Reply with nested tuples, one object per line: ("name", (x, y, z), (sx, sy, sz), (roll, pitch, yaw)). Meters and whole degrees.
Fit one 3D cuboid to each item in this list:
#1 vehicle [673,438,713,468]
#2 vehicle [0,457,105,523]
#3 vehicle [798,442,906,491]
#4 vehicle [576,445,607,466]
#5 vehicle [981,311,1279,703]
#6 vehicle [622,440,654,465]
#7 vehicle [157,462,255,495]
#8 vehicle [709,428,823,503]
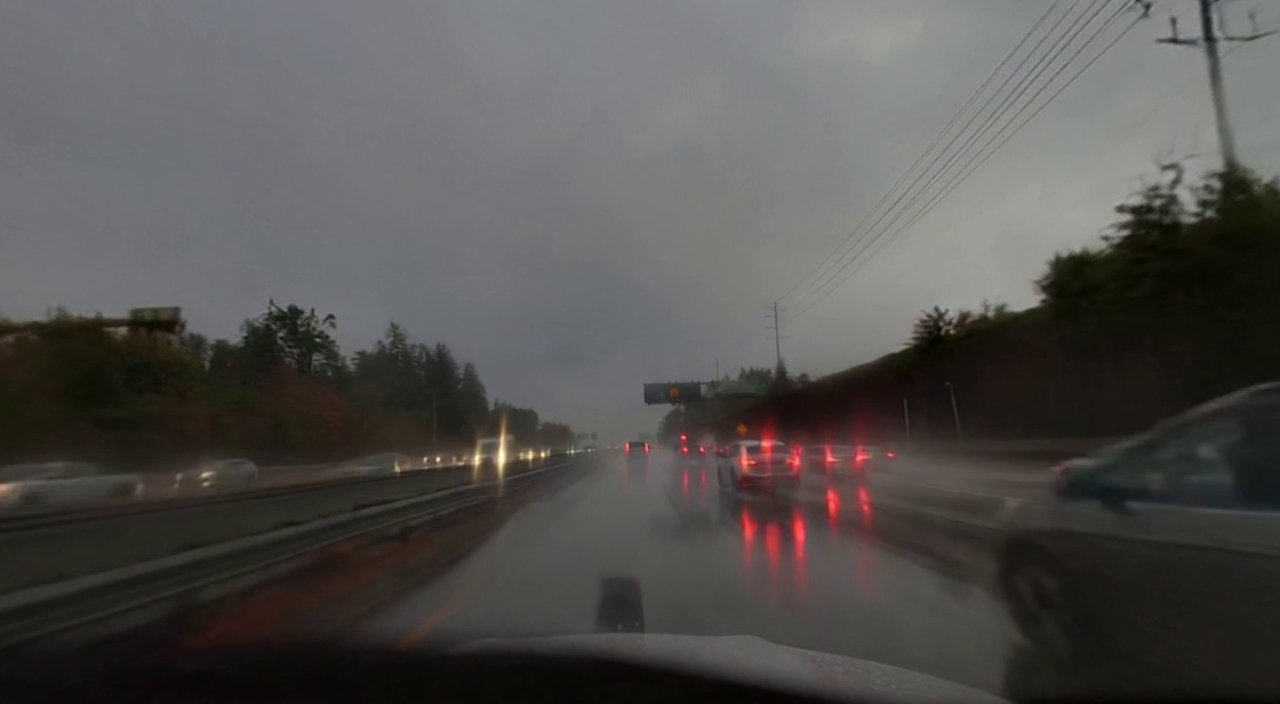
("vehicle", (3.525, 6.791, 42.494), (2.095, 1.886, 4.727), (0, -8, -2))
("vehicle", (-19.031, 4.099, 18.848), (1.920, 1.758, 4.611), (0, -8, 0))
("vehicle", (6.876, 3.746, 20.971), (1.992, 1.431, 4.506), (0, -8, 0))
("vehicle", (-3.663, 7.904, 48.228), (2.051, 1.510, 4.373), (0, -8, 0))
("vehicle", (3.602, 0.705, 2.118), (2.138, 1.826, 4.783), (0, -8, -1))
("vehicle", (-0.153, 7.636, 47.779), (2.314, 1.796, 4.254), (0, -8, -1))
("vehicle", (-23.019, 6.699, 33.651), (1.855, 1.462, 4.718), (0, -8, 0))
("vehicle", (3.266, 3.044, 17.305), (2.111, 1.755, 4.459), (0, -8, -1))
